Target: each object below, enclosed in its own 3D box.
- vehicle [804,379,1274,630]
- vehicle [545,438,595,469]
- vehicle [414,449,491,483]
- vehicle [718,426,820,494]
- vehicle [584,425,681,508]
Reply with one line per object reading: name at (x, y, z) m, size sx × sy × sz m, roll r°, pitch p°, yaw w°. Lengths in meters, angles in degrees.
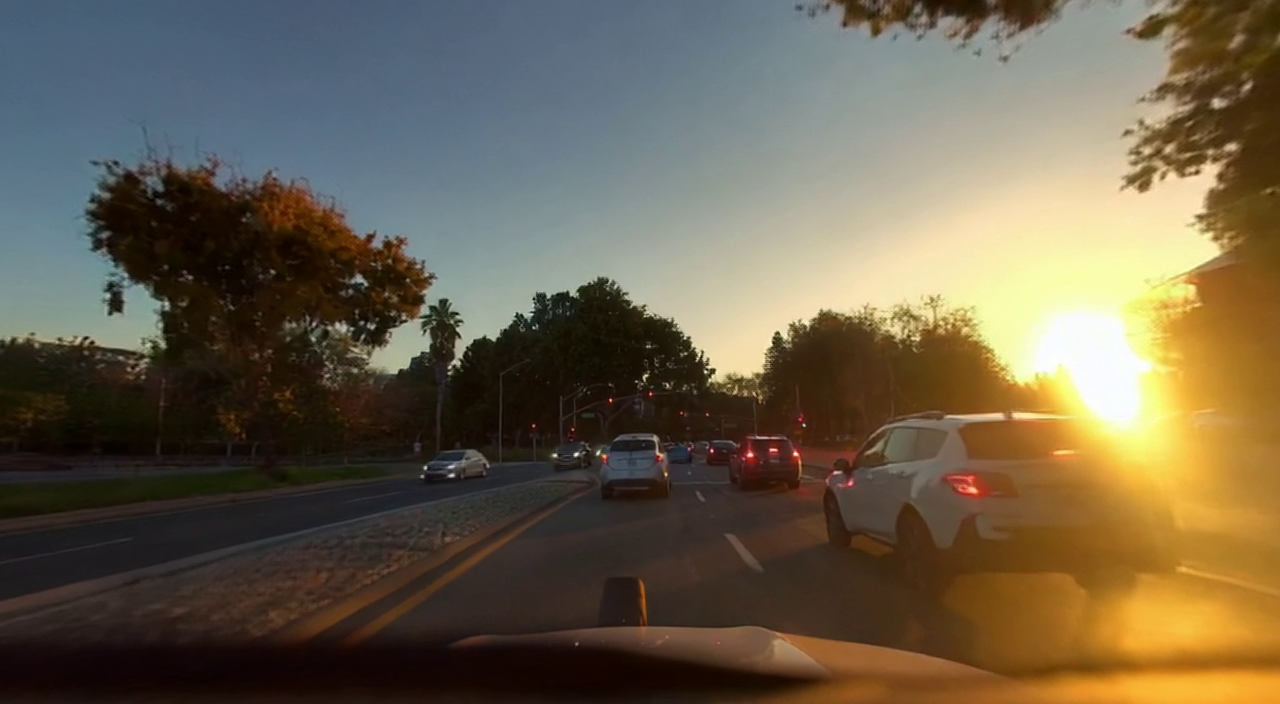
vehicle at (3.434, 1.431, 6.869) m, size 2.114 × 1.765 × 4.647 m, roll 0°, pitch -9°, yaw 1°
vehicle at (-4.789, 7.110, 44.232) m, size 2.355 × 2.005 × 5.673 m, roll -1°, pitch -9°, yaw 6°
vehicle at (-9.014, 5.510, 30.855) m, size 1.953 × 1.476 × 4.747 m, roll -1°, pitch -9°, yaw 5°
vehicle at (3.959, 3.464, 20.569) m, size 2.317 × 1.857 × 5.940 m, roll 0°, pitch -9°, yaw 2°
vehicle at (-0.050, 2.803, 15.779) m, size 2.113 × 1.768 × 3.901 m, roll 0°, pitch -9°, yaw 4°
